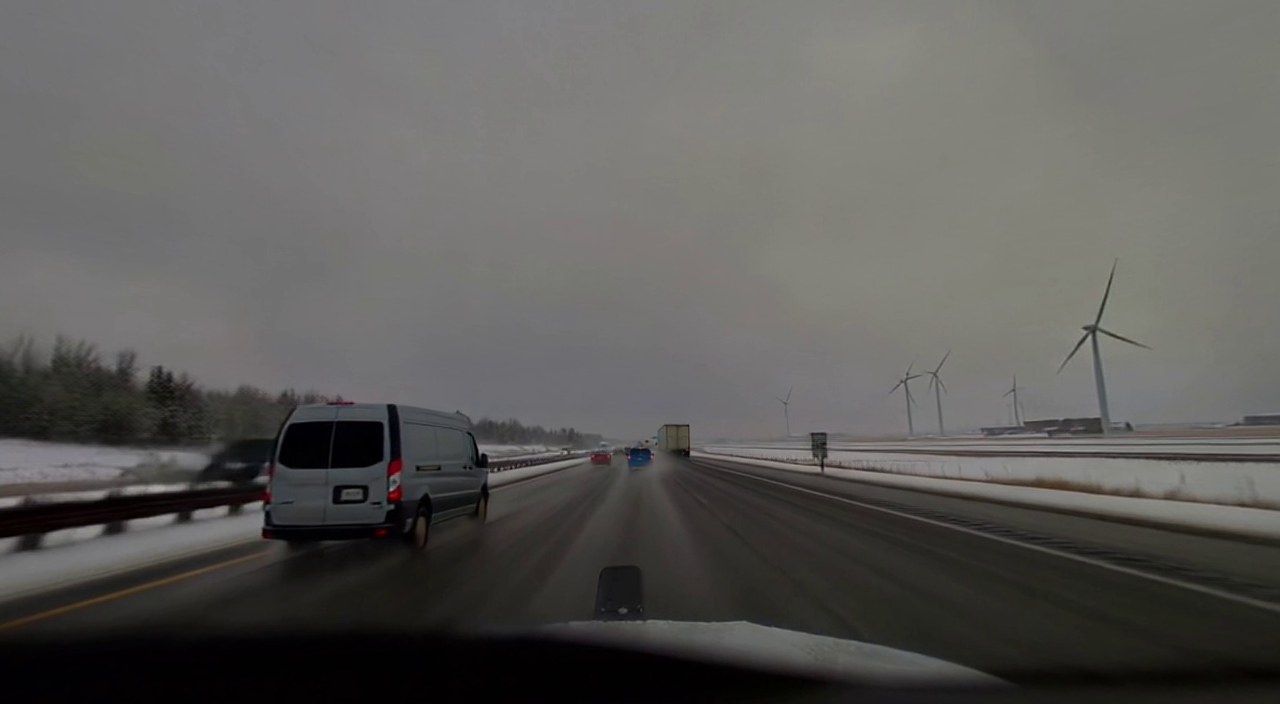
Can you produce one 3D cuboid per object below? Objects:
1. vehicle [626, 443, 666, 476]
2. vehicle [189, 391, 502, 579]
[{"bbox_3d":[0.319,5.918,34.814,2.083,1.689,4.083,0,-9,0],"label":"vehicle"},{"bbox_3d":[-3.656,1.776,9.125,2.238,1.984,4.650,0,-9,0],"label":"vehicle"}]
